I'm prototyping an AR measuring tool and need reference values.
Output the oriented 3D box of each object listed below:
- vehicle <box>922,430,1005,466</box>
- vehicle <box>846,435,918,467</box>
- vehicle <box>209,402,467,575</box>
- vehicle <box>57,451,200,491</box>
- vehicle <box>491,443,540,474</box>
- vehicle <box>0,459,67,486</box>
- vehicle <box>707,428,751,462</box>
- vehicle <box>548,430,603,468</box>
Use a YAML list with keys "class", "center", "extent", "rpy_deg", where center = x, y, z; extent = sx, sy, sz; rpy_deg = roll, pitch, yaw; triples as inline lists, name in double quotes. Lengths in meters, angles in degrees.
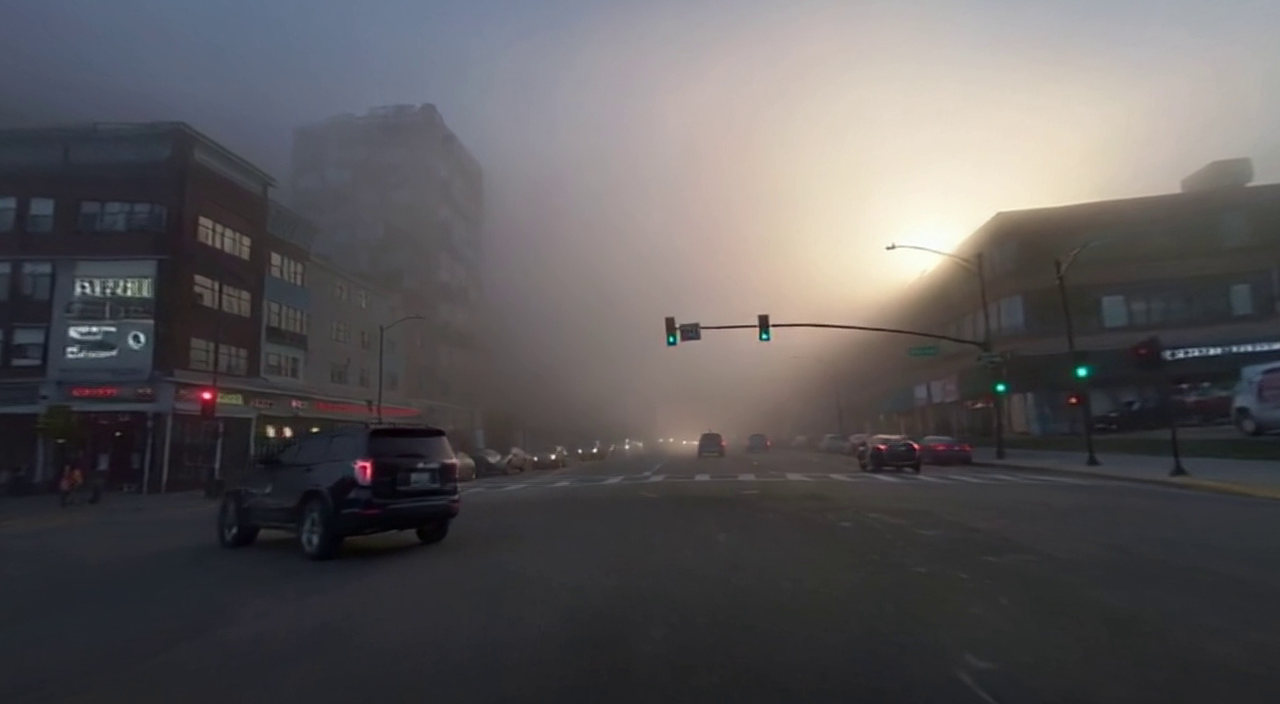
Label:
- class: "vehicle"
  center: [15.546, 4.670, 30.625]
  extent: [1.746, 1.446, 4.475]
  rpy_deg: [-5, -9, 2]
- class: "vehicle"
  center: [11.570, 4.755, 30.508]
  extent: [1.863, 1.426, 4.494]
  rpy_deg: [-1, -8, 2]
- class: "vehicle"
  center: [-4.671, 1.847, 9.371]
  extent: [2.157, 1.863, 4.665]
  rpy_deg: [7, -11, -41]
- class: "vehicle"
  center: [-22.473, 5.256, 27.841]
  extent: [4.511, 1.670, 2.082]
  rpy_deg: [-1, -11, 3]
- class: "vehicle"
  center: [-6.907, 5.909, 35.326]
  extent: [1.760, 1.491, 3.722]
  rpy_deg: [1, -7, 3]
- class: "vehicle"
  center: [-41.124, 8.010, 41.998]
  extent: [4.099, 1.674, 1.908]
  rpy_deg: [-1, -8, 3]
- class: "vehicle"
  center: [5.426, 5.760, 39.135]
  extent: [2.115, 1.932, 5.189]
  rpy_deg: [-1, -8, 2]
- class: "vehicle"
  center: [-3.685, 5.722, 37.299]
  extent: [2.428, 2.035, 5.636]
  rpy_deg: [-1, -8, 3]
